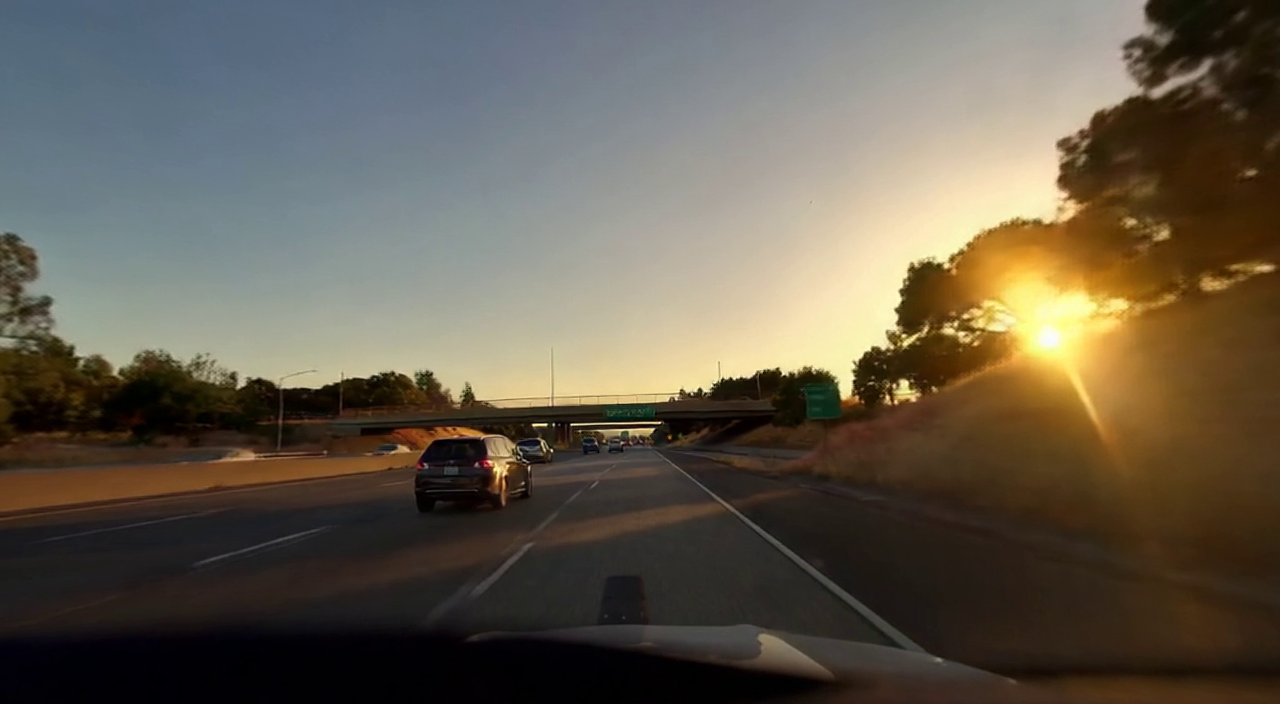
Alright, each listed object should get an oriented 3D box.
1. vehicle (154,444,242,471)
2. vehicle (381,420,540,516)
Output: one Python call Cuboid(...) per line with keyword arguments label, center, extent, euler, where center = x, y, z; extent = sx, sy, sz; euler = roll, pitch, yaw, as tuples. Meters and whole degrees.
Cuboid(label="vehicle", center=(-26.527, 6.349, 37.925), extent=(1.889, 1.504, 4.666), euler=(0, -8, 1))
Cuboid(label="vehicle", center=(-3.588, 2.413, 13.560), extent=(2.048, 1.705, 4.384), euler=(0, -8, 1))
